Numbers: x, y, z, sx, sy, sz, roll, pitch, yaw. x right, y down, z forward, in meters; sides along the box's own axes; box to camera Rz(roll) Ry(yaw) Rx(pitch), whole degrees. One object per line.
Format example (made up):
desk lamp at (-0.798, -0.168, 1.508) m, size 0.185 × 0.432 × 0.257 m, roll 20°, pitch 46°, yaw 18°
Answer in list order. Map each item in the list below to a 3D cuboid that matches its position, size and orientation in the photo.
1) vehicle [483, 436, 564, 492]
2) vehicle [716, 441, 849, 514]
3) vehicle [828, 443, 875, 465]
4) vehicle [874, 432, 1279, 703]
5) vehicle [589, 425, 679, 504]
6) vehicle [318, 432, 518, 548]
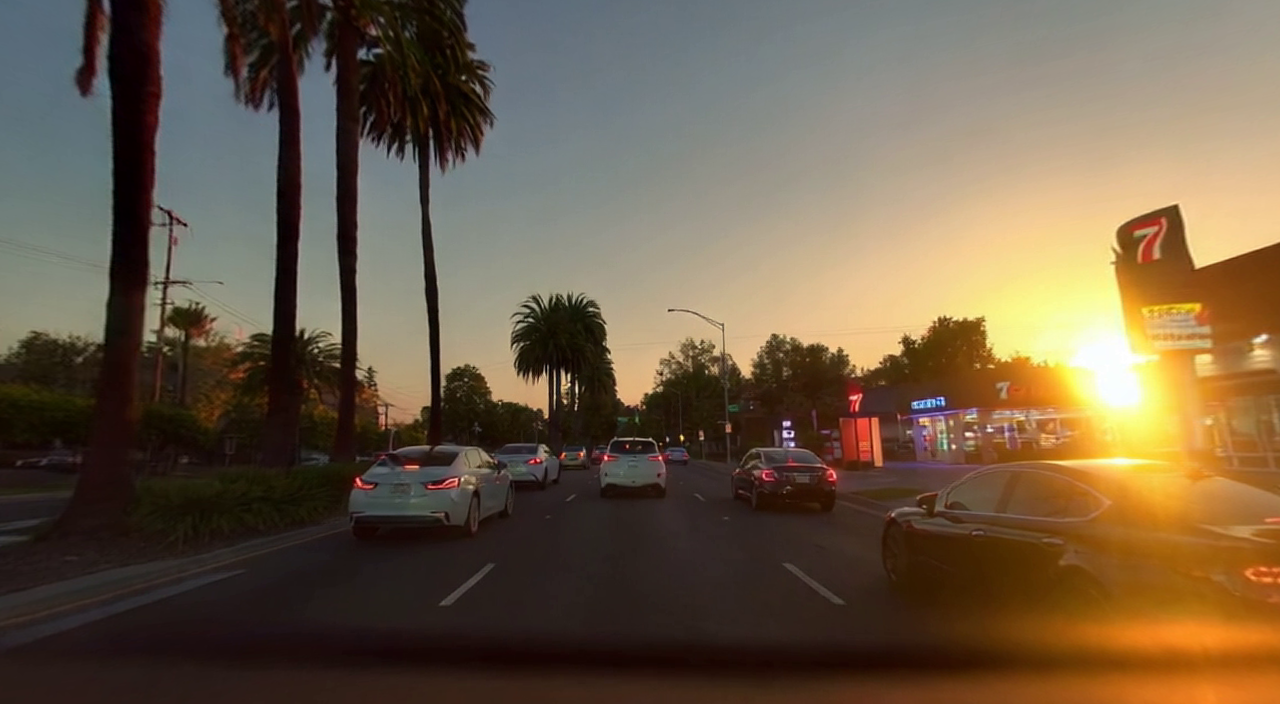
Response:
vehicle at (-3.810, 3.721, 21.339) m, size 1.932 × 1.695 × 4.235 m, roll 0°, pitch -8°, yaw 0°
vehicle at (3.208, 2.915, 15.254) m, size 1.977 × 1.480 × 4.589 m, roll 0°, pitch -8°, yaw -2°
vehicle at (13.720, 6.624, 41.026) m, size 1.833 × 1.392 × 3.588 m, roll 0°, pitch -8°, yaw 0°
vehicle at (3.602, 1.384, 4.815) m, size 1.867 × 1.448 × 4.436 m, roll 0°, pitch -8°, yaw -1°
vehicle at (-0.144, 3.016, 17.319) m, size 2.164 × 1.867 × 4.254 m, roll 0°, pitch -8°, yaw 0°
vehicle at (-3.340, 2.136, 10.460) m, size 1.864 × 1.505 × 4.202 m, roll 0°, pitch -8°, yaw -1°
